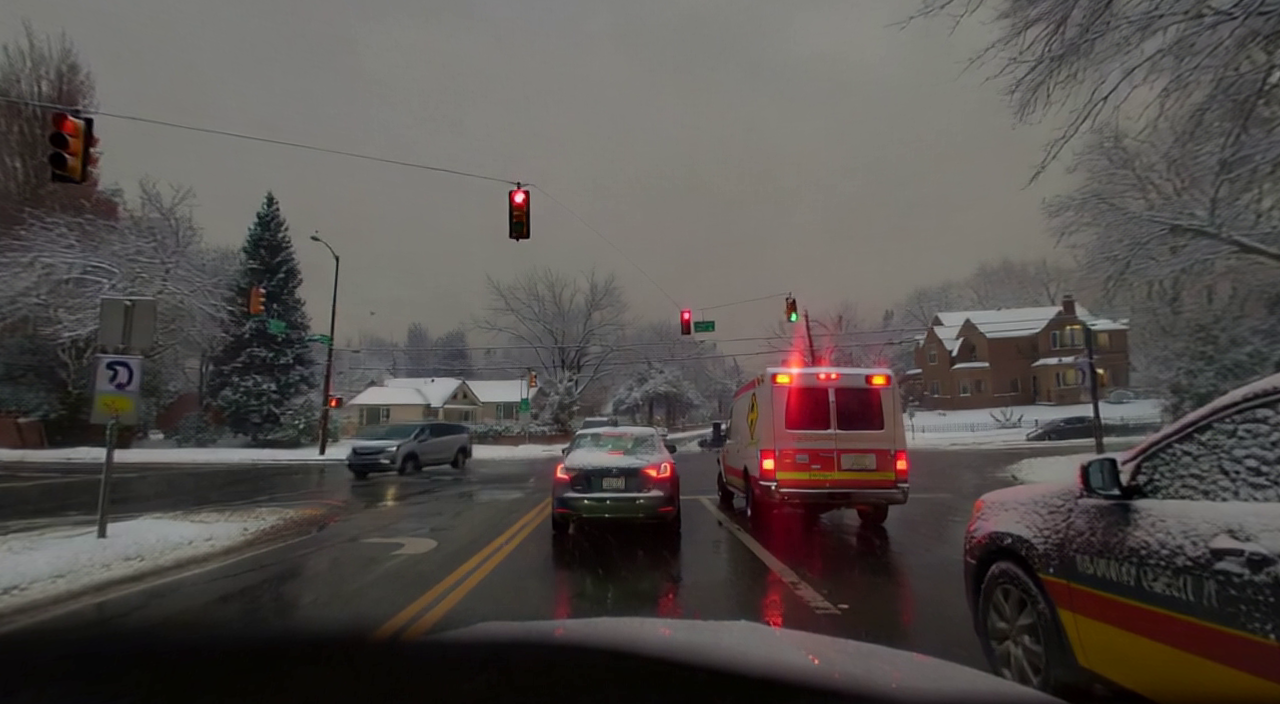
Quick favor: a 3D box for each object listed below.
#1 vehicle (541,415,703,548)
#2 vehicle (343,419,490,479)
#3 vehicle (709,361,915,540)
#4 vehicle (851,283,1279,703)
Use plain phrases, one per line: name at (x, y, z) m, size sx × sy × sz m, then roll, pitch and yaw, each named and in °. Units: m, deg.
vehicle at (-0.271, 1.970, 10.182) m, size 2.114 × 1.707 × 3.725 m, roll 0°, pitch -8°, yaw -1°
vehicle at (-8.374, 3.731, 24.493) m, size 2.349 × 1.988 × 5.813 m, roll -3°, pitch -9°, yaw 16°
vehicle at (2.891, 1.879, 12.372) m, size 2.406 × 2.687 × 5.521 m, roll 0°, pitch -8°, yaw 0°
vehicle at (2.851, 0.892, 2.847) m, size 2.194 × 1.820 × 4.652 m, roll 0°, pitch -8°, yaw 0°
